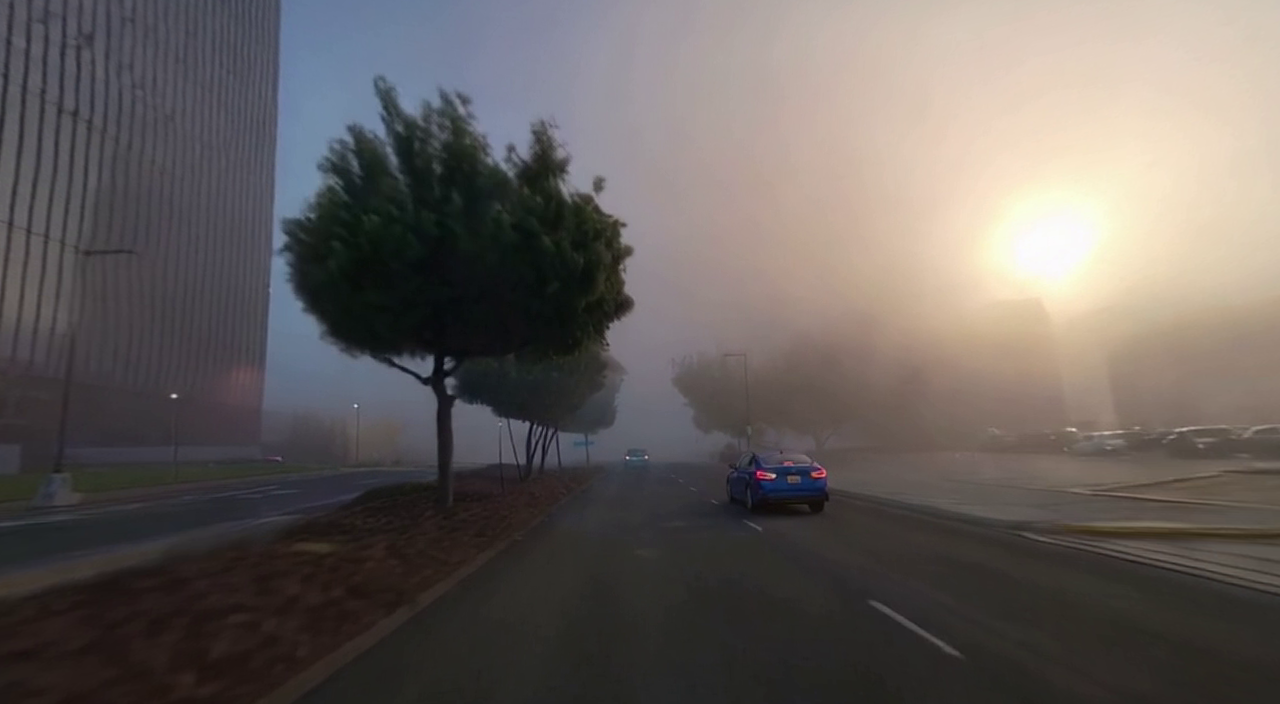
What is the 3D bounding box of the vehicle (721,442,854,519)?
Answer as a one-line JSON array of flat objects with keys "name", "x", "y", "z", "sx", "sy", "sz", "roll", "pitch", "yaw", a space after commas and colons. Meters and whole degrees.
[{"name": "vehicle", "x": 3.201, "y": 2.871, "z": 14.610, "sx": 1.993, "sy": 1.501, "sz": 4.127, "roll": 0, "pitch": -9, "yaw": -1}]
